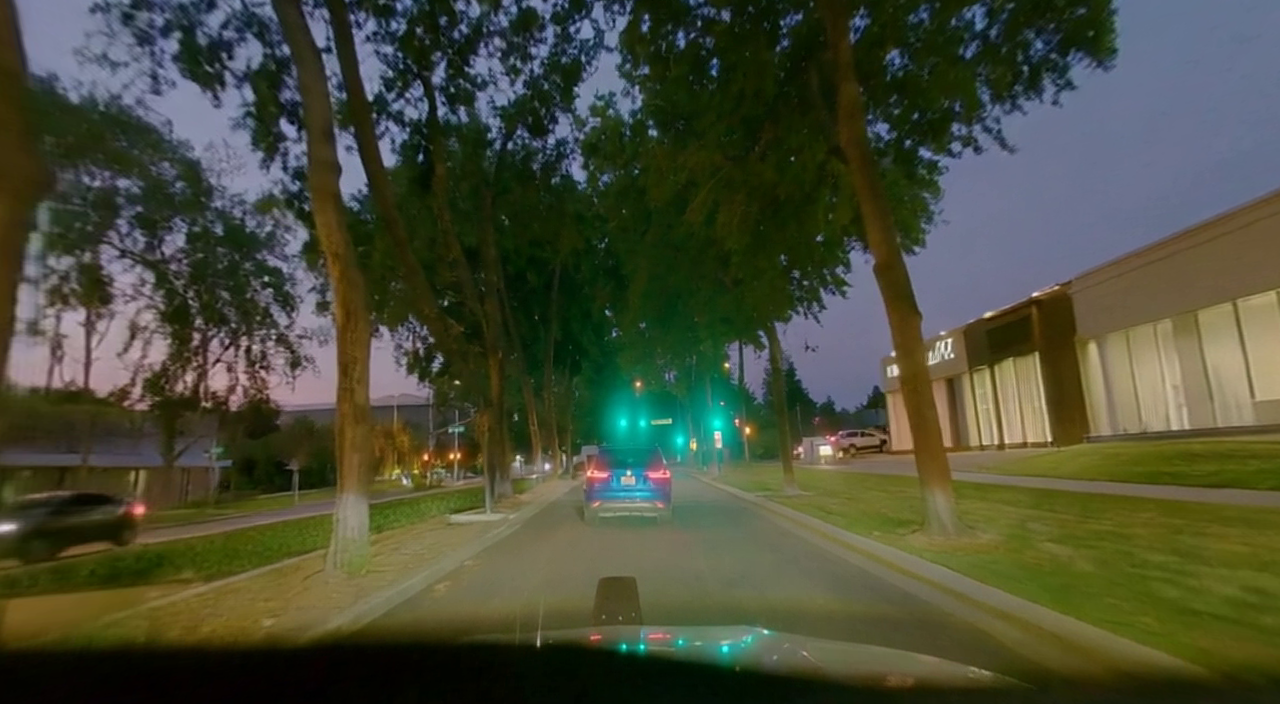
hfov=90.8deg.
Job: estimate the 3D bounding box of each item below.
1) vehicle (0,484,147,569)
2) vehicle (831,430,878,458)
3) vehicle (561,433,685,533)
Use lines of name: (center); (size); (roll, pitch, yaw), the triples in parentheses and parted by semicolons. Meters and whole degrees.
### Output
vehicle: (-15.640, 4.464, 16.643); (1.785, 1.699, 4.328); (0, -9, 0)
vehicle: (16.092, 6.953, 47.684); (2.039, 1.990, 5.111); (-1, -9, 3)
vehicle: (-0.341, 2.582, 13.007); (2.136, 1.703, 3.910); (0, -9, -1)
